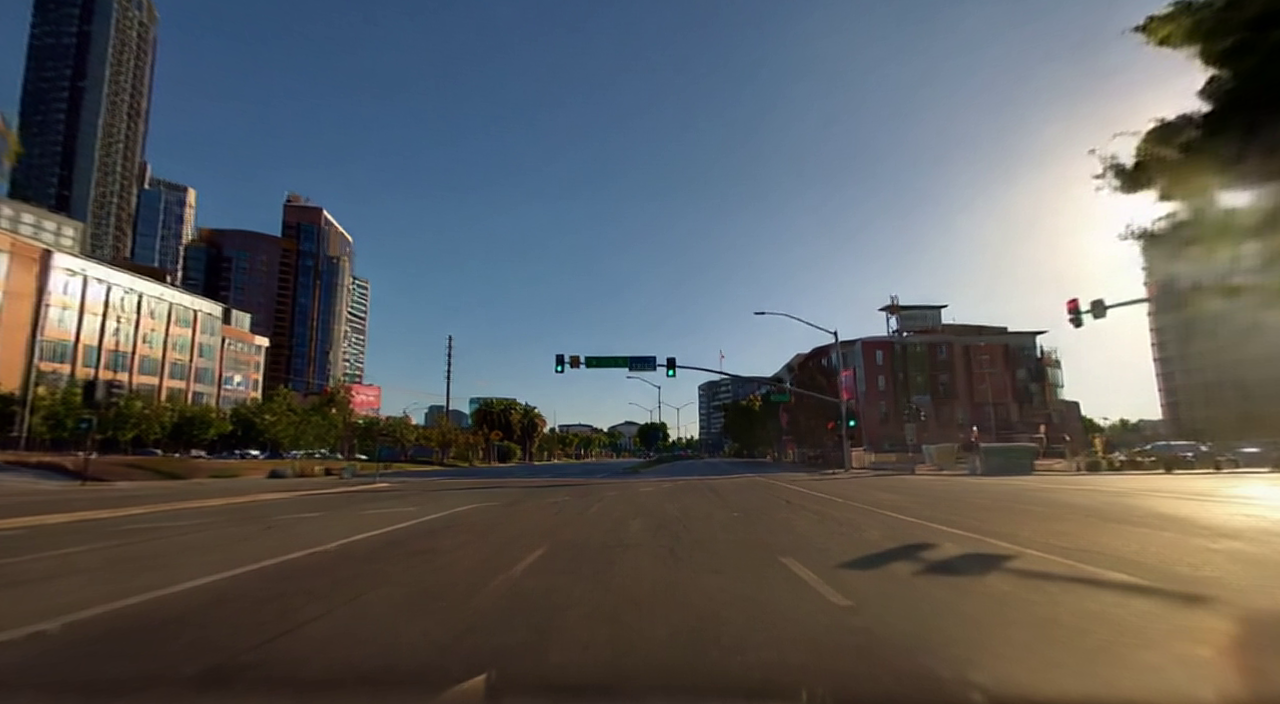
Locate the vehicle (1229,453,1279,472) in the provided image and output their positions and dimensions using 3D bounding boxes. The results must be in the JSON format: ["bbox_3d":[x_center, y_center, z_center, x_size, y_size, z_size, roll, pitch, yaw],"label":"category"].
[{"bbox_3d":[48.631,8.637,49.473,4.341,1.400,1.849,4,-10,-27],"label":"vehicle"}]
